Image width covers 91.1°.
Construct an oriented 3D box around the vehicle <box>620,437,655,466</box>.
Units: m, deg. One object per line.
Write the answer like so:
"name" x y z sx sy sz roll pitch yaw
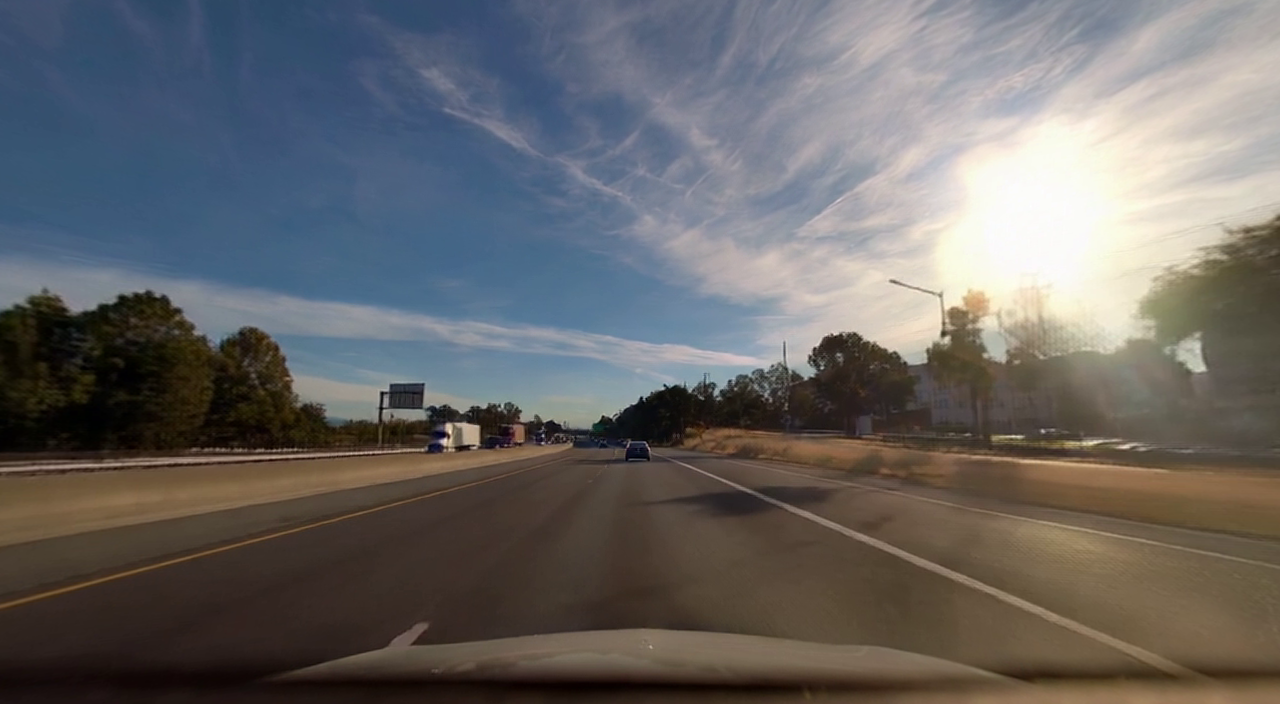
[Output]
"vehicle" -0.184 6.028 38.322 2.029 1.666 4.064 0 -8 -1
